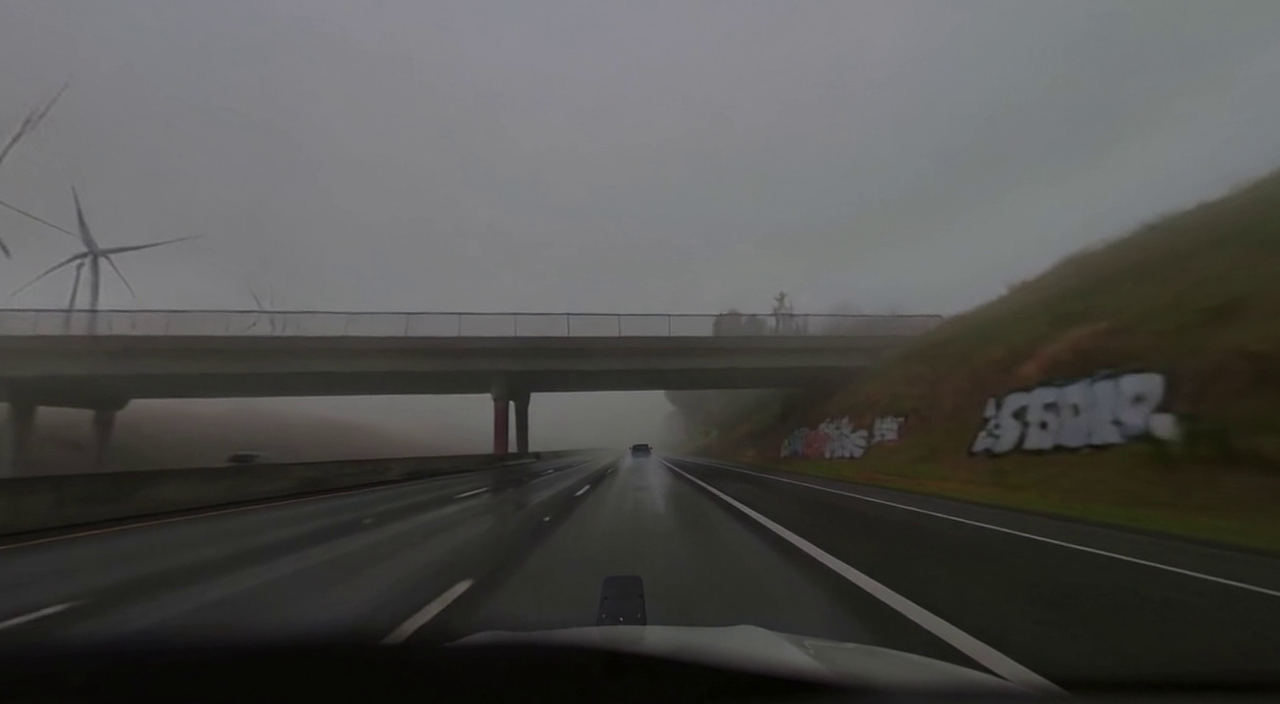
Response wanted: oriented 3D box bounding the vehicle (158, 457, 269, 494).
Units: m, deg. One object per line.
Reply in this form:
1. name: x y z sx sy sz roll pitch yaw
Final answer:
1. vehicle: -18.695 5.399 27.950 1.852 1.456 4.382 0 -9 0
